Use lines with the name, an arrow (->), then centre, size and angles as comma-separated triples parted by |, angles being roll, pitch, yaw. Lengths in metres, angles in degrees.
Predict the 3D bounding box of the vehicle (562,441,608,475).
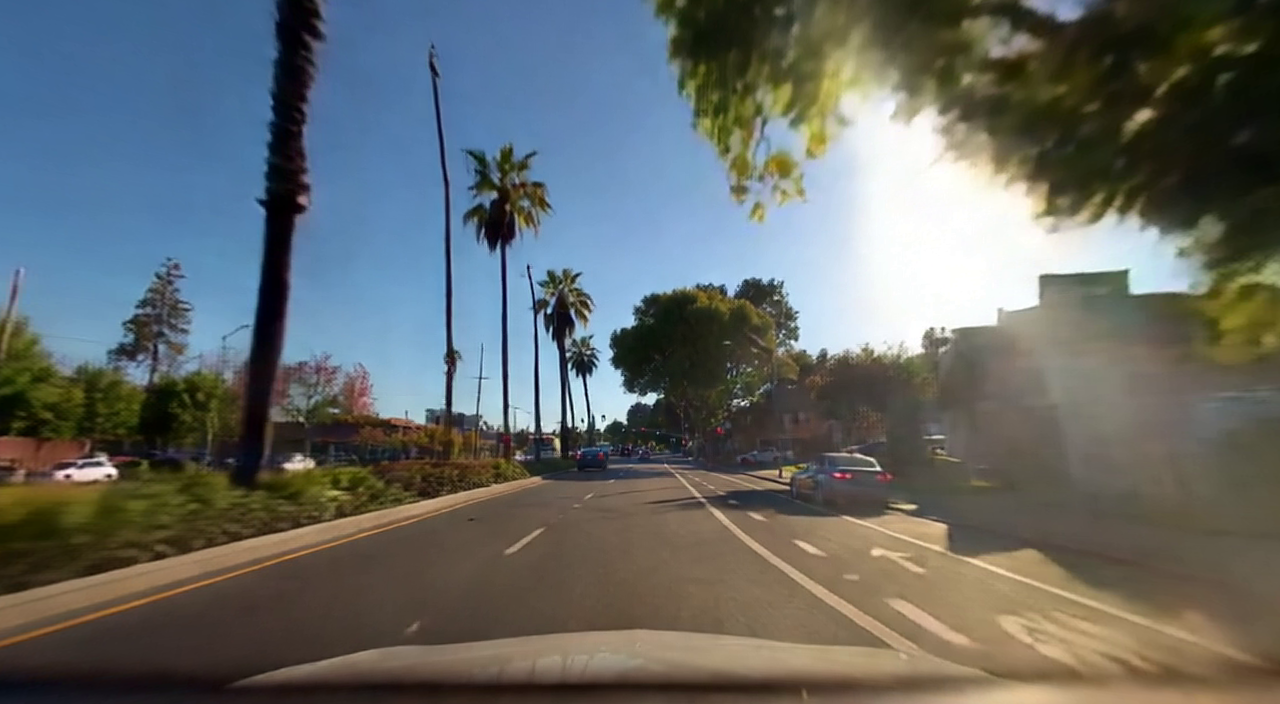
vehicle -> -3.101, 6.147, 36.585 | 2.116, 1.806, 4.516 | 0, -9, 2

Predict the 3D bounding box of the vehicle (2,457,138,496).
vehicle -> -25.388, 5.549, 28.331 | 1.838, 1.516, 4.484 | 0, -9, 1

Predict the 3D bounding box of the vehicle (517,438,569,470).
vehicle -> -6.532, 7.004, 43.371 | 2.457, 2.010, 6.330 | 0, -9, 1

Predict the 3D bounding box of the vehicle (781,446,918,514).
vehicle -> 5.184, 3.200, 16.255 | 1.994, 1.507, 4.173 | 1, -9, -1
